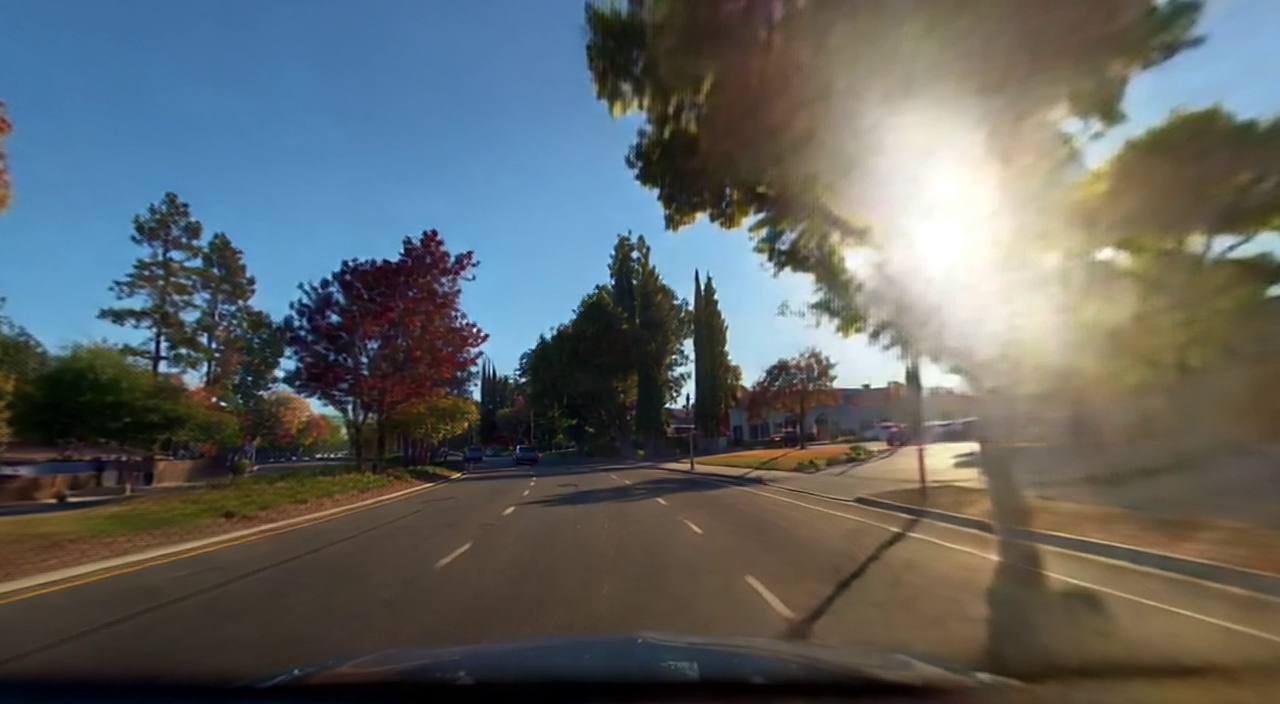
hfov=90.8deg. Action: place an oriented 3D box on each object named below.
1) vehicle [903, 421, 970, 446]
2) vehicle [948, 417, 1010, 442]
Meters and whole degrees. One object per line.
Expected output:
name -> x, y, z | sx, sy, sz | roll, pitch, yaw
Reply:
vehicle -> 22.320, 6.128, 47.550 | 4.370, 1.533, 2.033 | 0, -9, -26
vehicle -> 24.501, 5.629, 45.619 | 4.147, 1.680, 2.441 | 7, -11, -40
